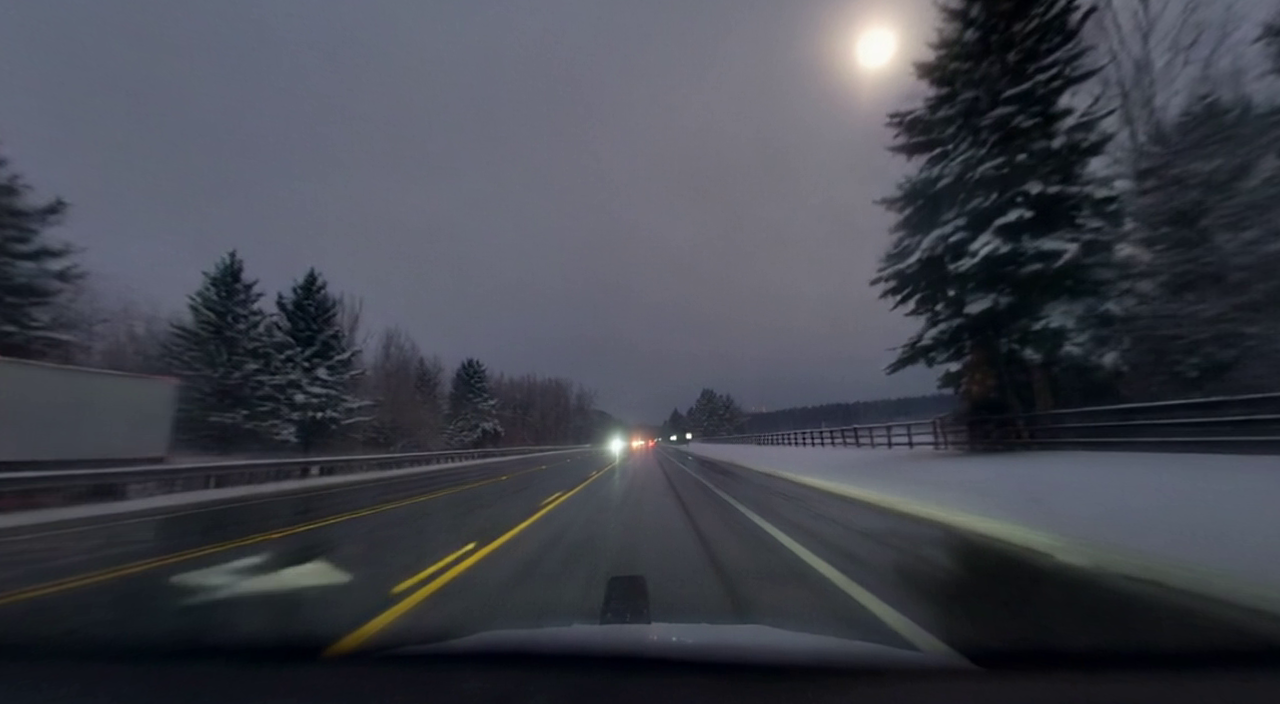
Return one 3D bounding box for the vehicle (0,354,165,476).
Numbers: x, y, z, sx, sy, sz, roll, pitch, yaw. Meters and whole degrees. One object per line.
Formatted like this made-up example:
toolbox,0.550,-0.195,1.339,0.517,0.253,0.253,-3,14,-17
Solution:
vehicle,-22.566,2.014,20.353,3.159,3.961,14.169,0,-8,1
